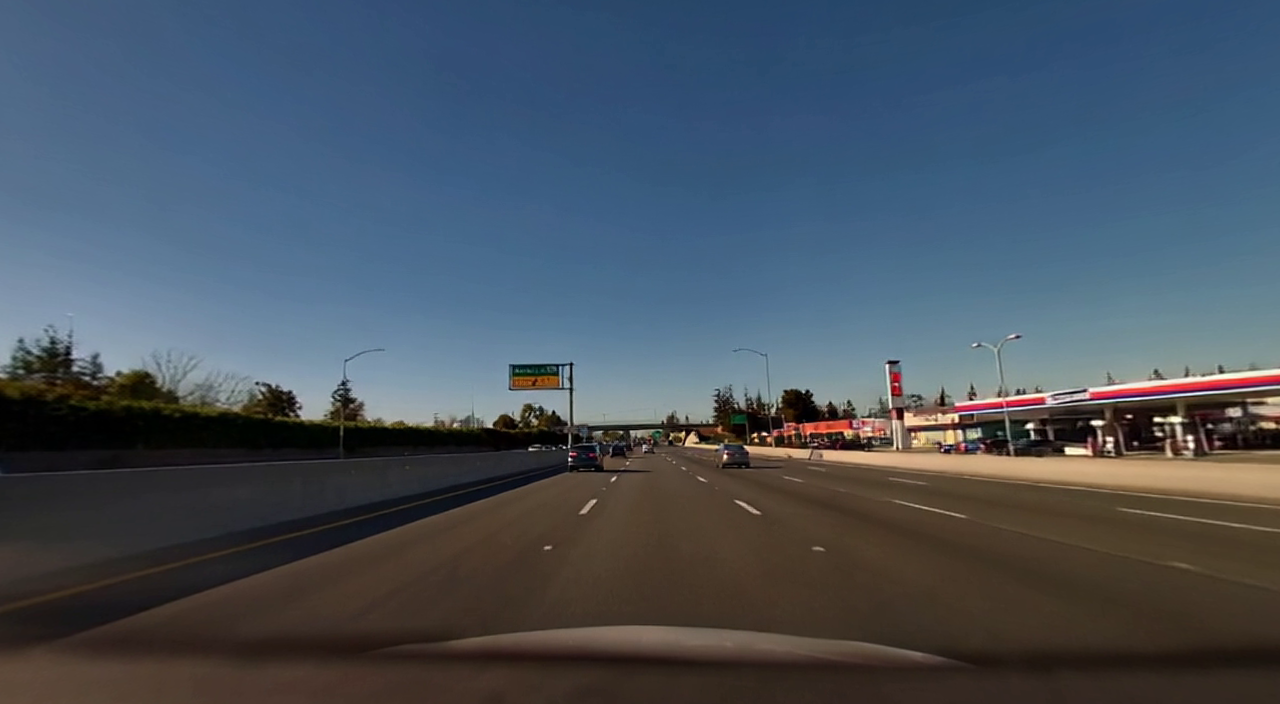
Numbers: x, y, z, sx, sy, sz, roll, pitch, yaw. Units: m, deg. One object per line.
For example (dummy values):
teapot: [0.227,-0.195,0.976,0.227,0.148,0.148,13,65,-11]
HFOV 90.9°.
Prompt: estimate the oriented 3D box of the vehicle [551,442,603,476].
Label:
vehicle: [-3.030,5.277,31.270,2.114,1.510,4.186,-1,-9,1]

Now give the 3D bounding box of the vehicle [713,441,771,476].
vehicle: [4.645,4.954,29.553,1.909,1.467,4.940,-1,-9,0]
